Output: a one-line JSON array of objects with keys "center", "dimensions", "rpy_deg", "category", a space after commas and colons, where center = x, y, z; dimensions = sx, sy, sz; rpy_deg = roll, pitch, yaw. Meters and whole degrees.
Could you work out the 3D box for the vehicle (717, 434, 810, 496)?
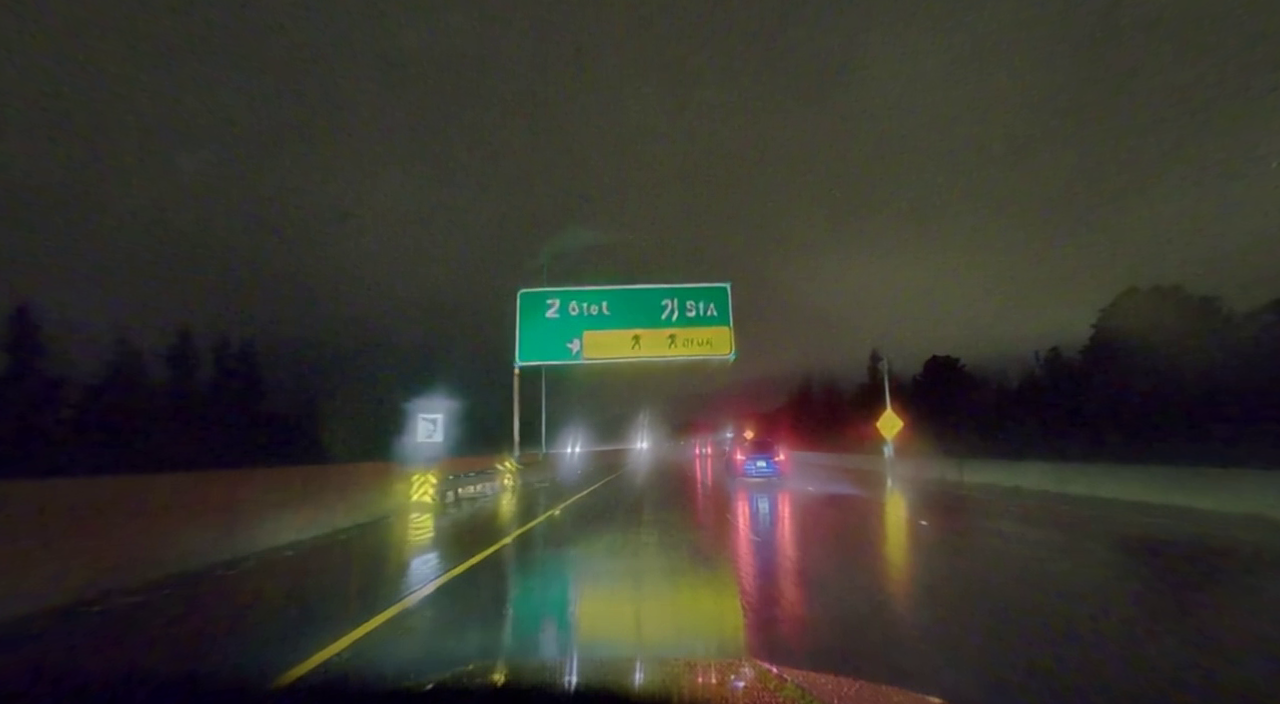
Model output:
[{"center": [3.721, 3.492, 19.886], "dimensions": [2.143, 1.730, 4.303], "rpy_deg": [0, -8, 1], "category": "vehicle"}]
